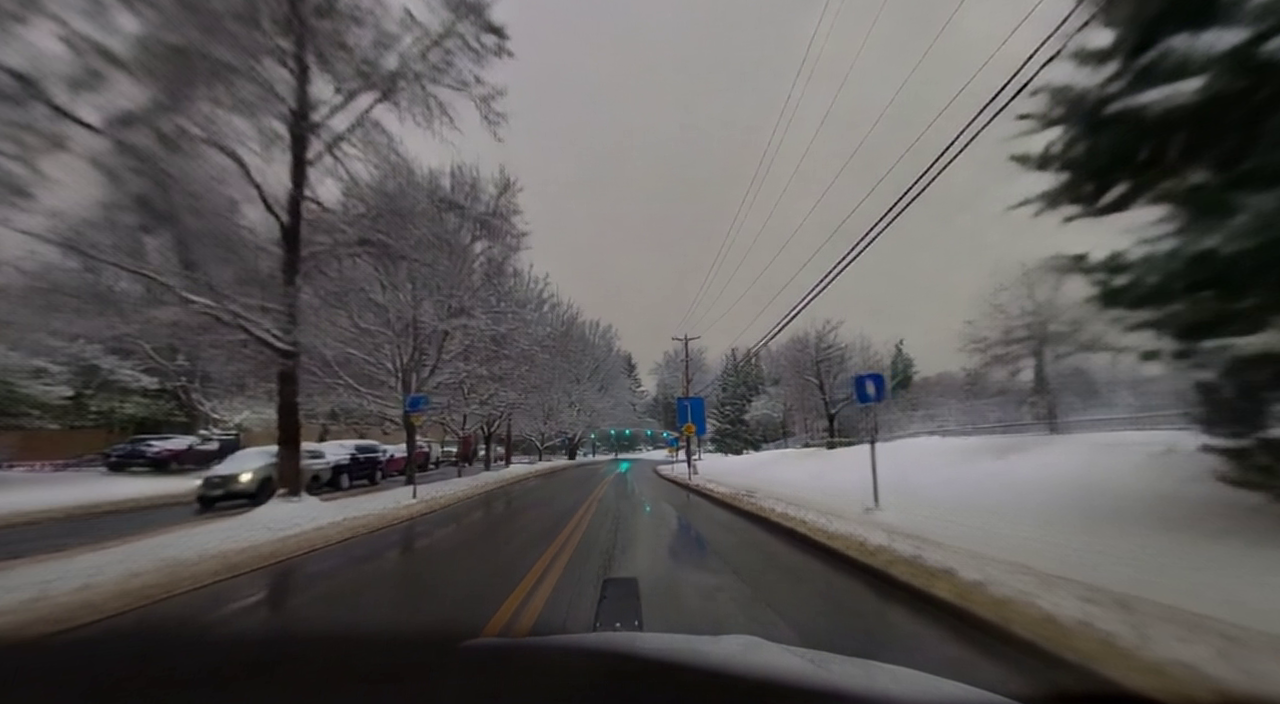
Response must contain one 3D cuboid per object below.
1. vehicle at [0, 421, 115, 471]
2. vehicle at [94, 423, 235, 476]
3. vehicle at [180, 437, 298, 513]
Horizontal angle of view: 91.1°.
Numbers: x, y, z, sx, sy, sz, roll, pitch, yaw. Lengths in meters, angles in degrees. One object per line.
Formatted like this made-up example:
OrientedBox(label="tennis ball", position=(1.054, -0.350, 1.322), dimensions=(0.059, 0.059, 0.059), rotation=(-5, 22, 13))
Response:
OrientedBox(label="vehicle", position=(-42.388, 6.681, 45.346), dimensions=(8.192, 3.335, 2.619), rotation=(-1, -6, 16))
OrientedBox(label="vehicle", position=(-29.779, 6.105, 39.456), dimensions=(7.249, 3.082, 2.621), rotation=(-1, -9, 11))
OrientedBox(label="vehicle", position=(-10.734, 3.296, 17.160), dimensions=(1.861, 1.736, 4.241), rotation=(2, -10, -21))
